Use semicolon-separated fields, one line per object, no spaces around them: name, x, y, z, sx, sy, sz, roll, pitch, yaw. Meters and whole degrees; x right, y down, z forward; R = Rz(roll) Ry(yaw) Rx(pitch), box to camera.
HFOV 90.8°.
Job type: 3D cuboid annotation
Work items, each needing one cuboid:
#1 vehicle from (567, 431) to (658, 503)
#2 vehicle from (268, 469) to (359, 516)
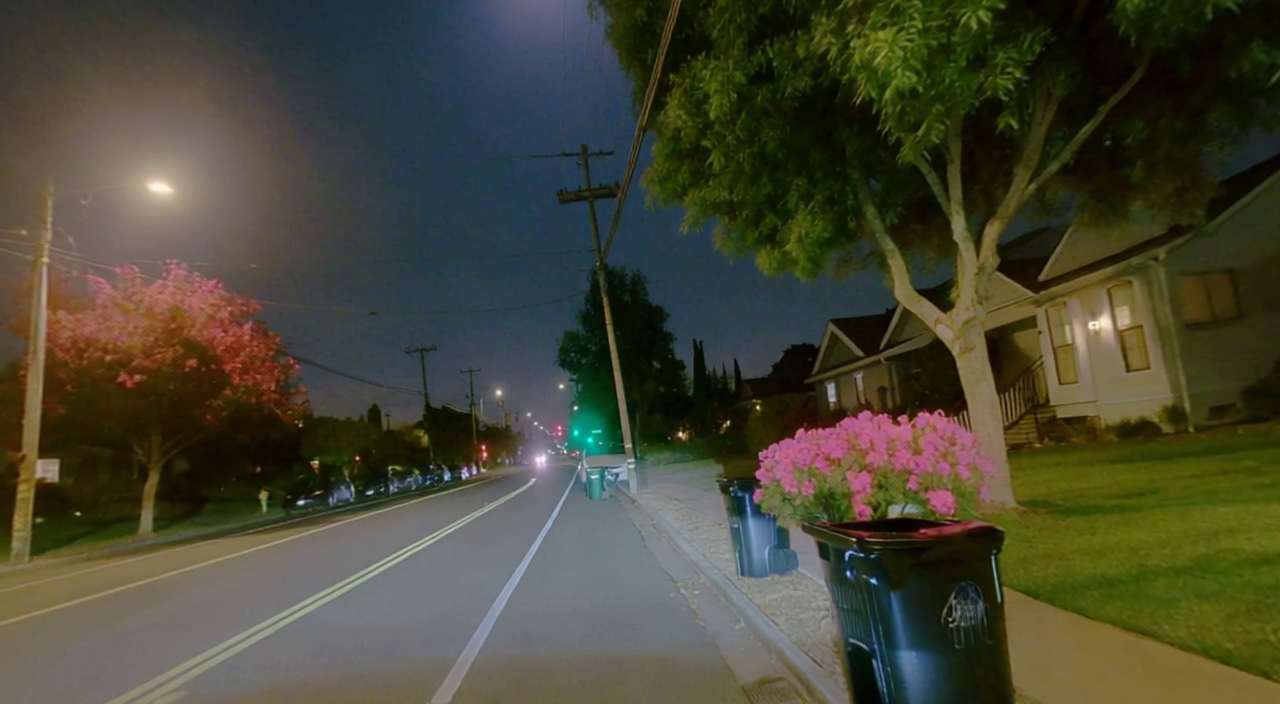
vehicle;-0.827;3.077;17.387;2.190;1.708;4.115;0;-8;-4
vehicle;-13.770;5.924;26.982;1.982;1.660;4.142;1;-8;-6
